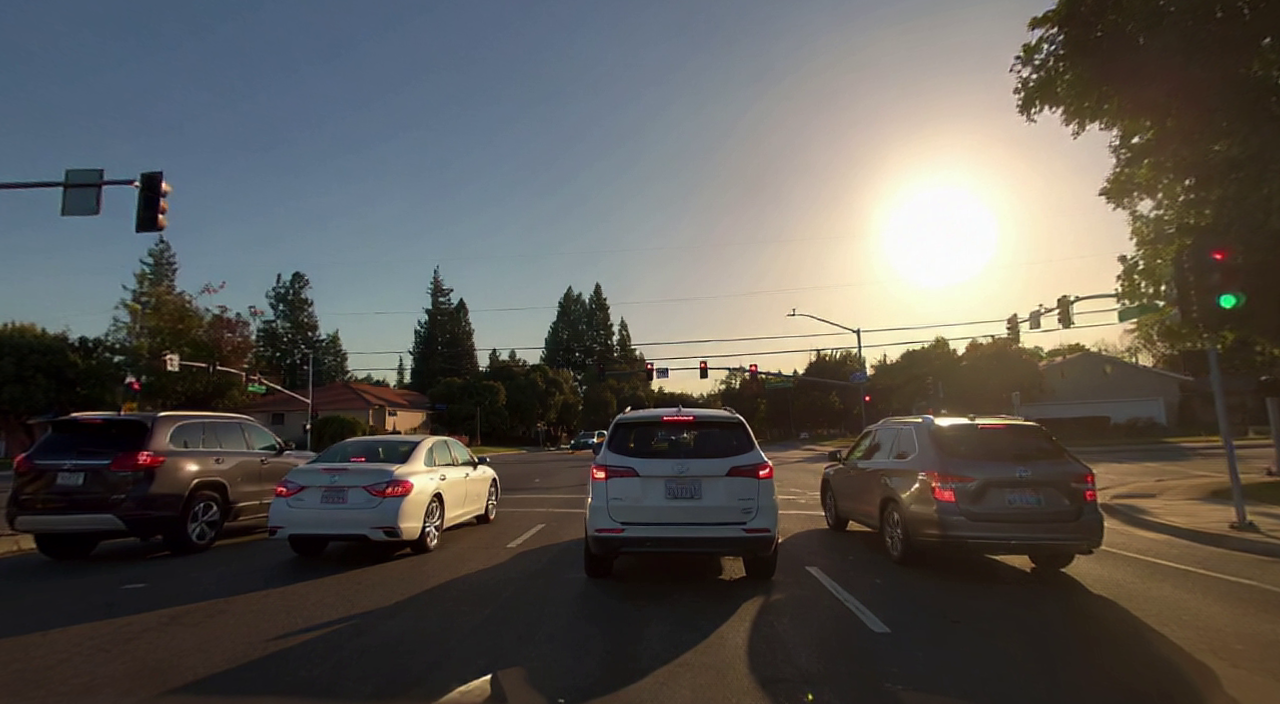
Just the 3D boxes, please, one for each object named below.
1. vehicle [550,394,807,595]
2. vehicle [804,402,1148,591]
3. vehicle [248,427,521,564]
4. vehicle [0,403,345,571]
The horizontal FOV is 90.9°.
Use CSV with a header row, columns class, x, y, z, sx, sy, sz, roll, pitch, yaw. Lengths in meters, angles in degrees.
class,x,y,z,sx,sy,sz,roll,pitch,yaw
vehicle,0.403,1.530,7.580,2.198,1.708,4.170,0,-8,2
vehicle,3.538,1.599,7.830,2.047,1.638,4.395,-1,-8,4
vehicle,-3.233,1.891,9.138,1.885,1.475,4.359,-1,-8,4
vehicle,-6.639,1.818,9.304,2.075,1.796,4.785,0,-8,2
